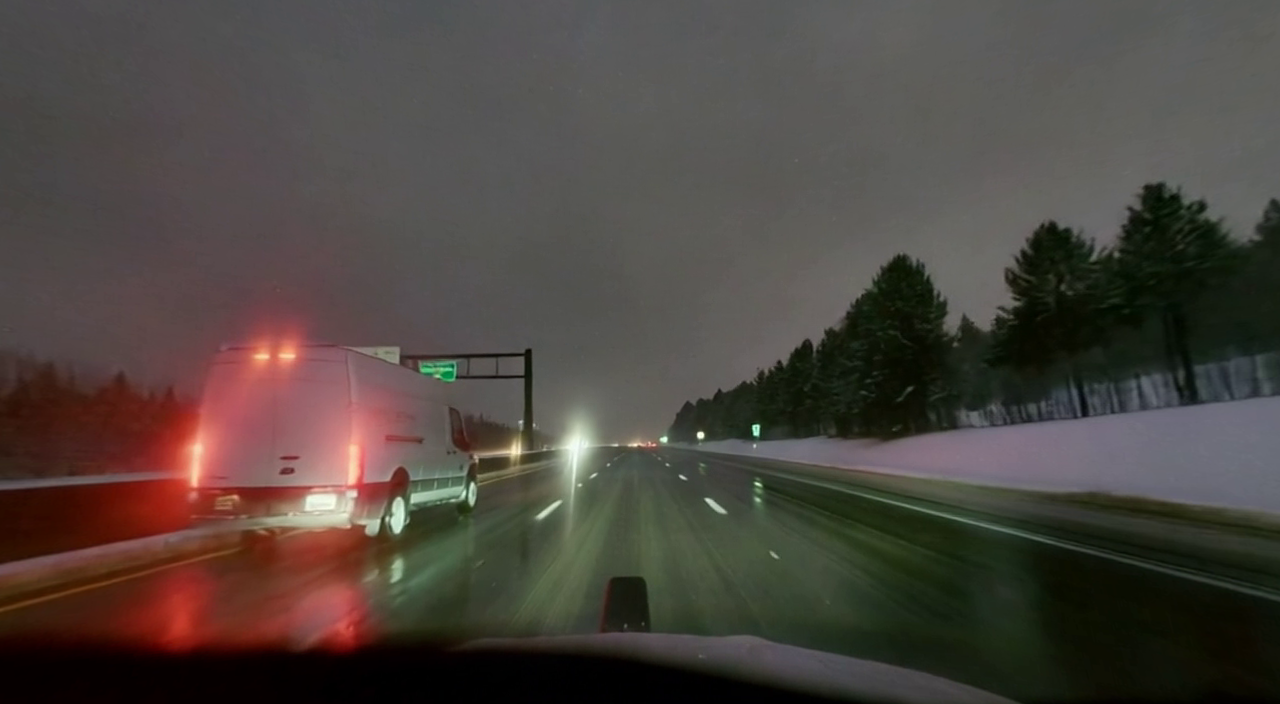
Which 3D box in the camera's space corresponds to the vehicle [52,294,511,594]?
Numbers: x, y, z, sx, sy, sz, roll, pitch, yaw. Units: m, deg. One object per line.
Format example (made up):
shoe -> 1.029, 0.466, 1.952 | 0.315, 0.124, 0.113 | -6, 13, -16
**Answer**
vehicle -> -3.746, 1.238, 8.815 | 2.443, 2.586, 6.701 | 0, -8, 0
